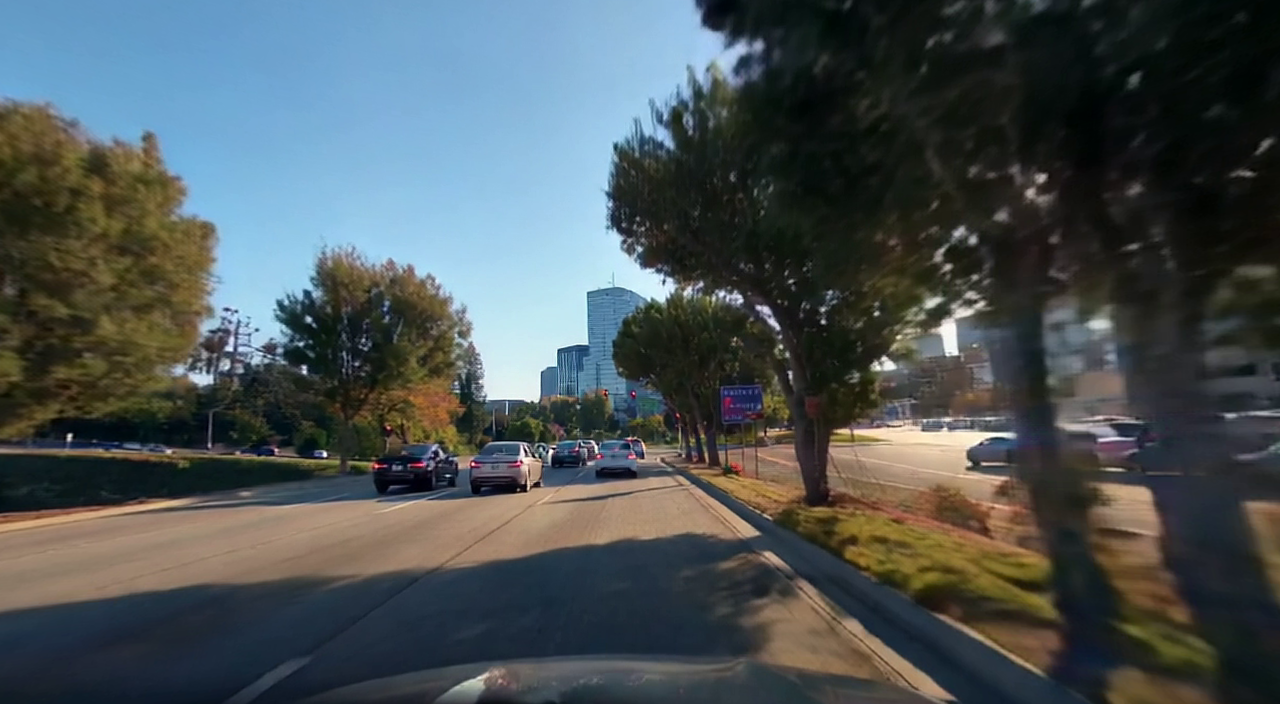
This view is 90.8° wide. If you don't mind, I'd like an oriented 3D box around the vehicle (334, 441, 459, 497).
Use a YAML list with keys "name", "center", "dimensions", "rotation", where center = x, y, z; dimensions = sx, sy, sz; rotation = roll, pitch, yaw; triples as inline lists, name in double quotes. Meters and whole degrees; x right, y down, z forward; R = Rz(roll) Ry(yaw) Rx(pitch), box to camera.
- name: "vehicle"
  center: [-6.999, 3.385, 18.709]
  dimensions: [1.852, 1.458, 4.422]
  rotation: [0, -8, 1]

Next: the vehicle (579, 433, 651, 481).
- name: "vehicle"
  center: [-0.787, 3.596, 21.945]
  dimensions: [2.231, 1.481, 4.489]
  rotation: [0, -8, 0]

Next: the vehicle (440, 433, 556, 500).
- name: "vehicle"
  center: [-3.517, 2.926, 16.553]
  dimensions: [1.920, 1.480, 4.549]
  rotation: [0, -8, 1]

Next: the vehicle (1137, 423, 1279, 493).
- name: "vehicle"
  center: [14.474, 2.529, 15.339]
  dimensions: [4.304, 1.481, 2.008]
  rotation: [4, -10, -27]
